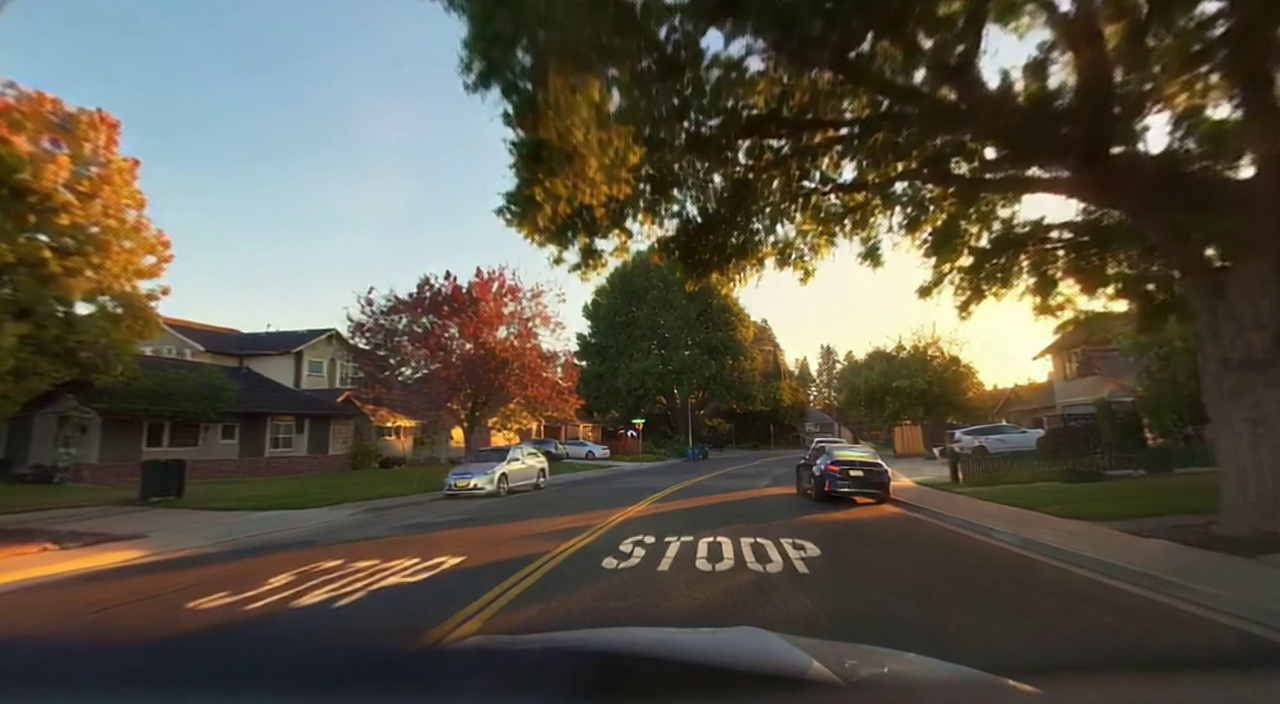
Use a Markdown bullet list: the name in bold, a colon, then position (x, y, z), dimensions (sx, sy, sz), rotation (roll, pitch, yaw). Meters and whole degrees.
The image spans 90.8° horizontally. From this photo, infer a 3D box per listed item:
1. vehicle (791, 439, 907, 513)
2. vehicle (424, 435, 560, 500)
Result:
- **vehicle**: position (4.863, 2.897, 15.441), dimensions (2.045, 1.478, 4.914), rotation (-2, -9, 11)
- **vehicle**: position (-4.301, 3.453, 19.332), dimensions (2.030, 1.696, 4.828), rotation (-2, -9, 14)
